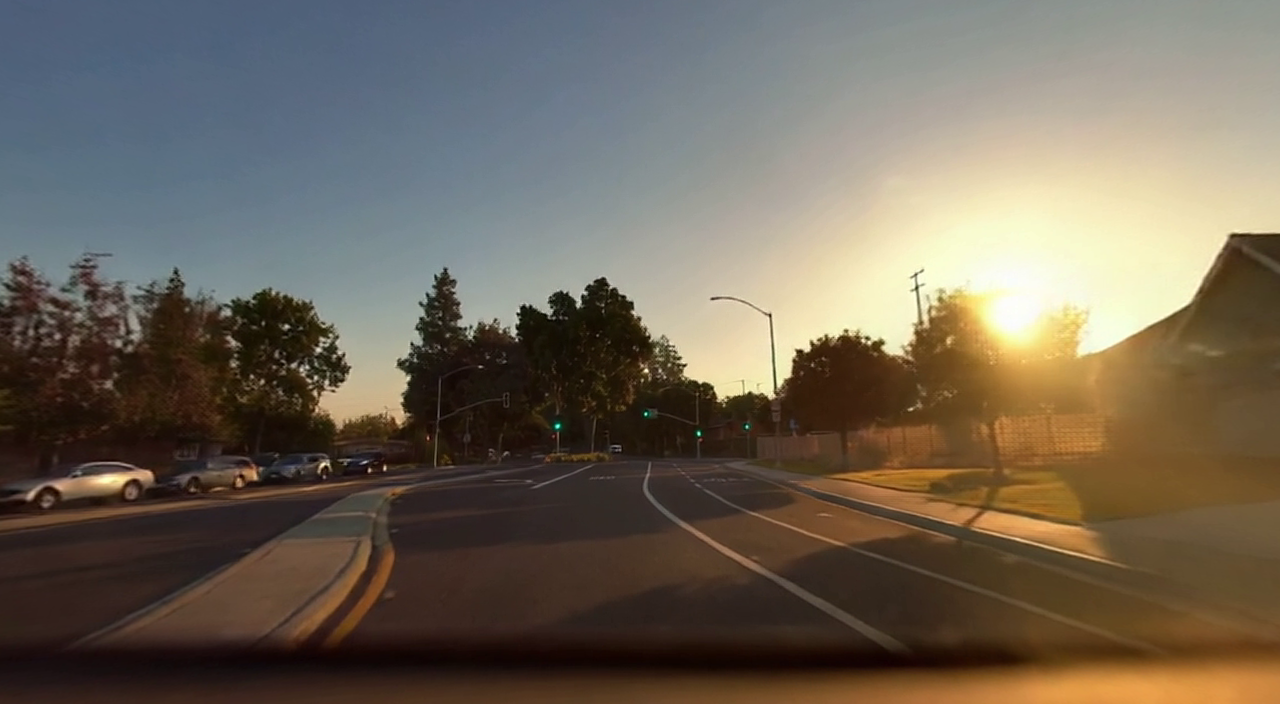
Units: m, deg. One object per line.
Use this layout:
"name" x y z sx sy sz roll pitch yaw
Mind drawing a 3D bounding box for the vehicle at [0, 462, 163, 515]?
"vehicle" -20.470 4.836 22.845 1.954 1.575 5.225 -1 -9 4

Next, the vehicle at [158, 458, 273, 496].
"vehicle" -20.056 5.901 30.112 1.883 1.506 4.863 0 -8 4

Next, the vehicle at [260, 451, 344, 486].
"vehicle" -19.791 6.821 37.157 2.148 1.856 4.632 0 -9 4

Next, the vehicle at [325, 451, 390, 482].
"vehicle" -19.212 7.800 43.142 2.050 1.697 4.838 -4 -7 3
